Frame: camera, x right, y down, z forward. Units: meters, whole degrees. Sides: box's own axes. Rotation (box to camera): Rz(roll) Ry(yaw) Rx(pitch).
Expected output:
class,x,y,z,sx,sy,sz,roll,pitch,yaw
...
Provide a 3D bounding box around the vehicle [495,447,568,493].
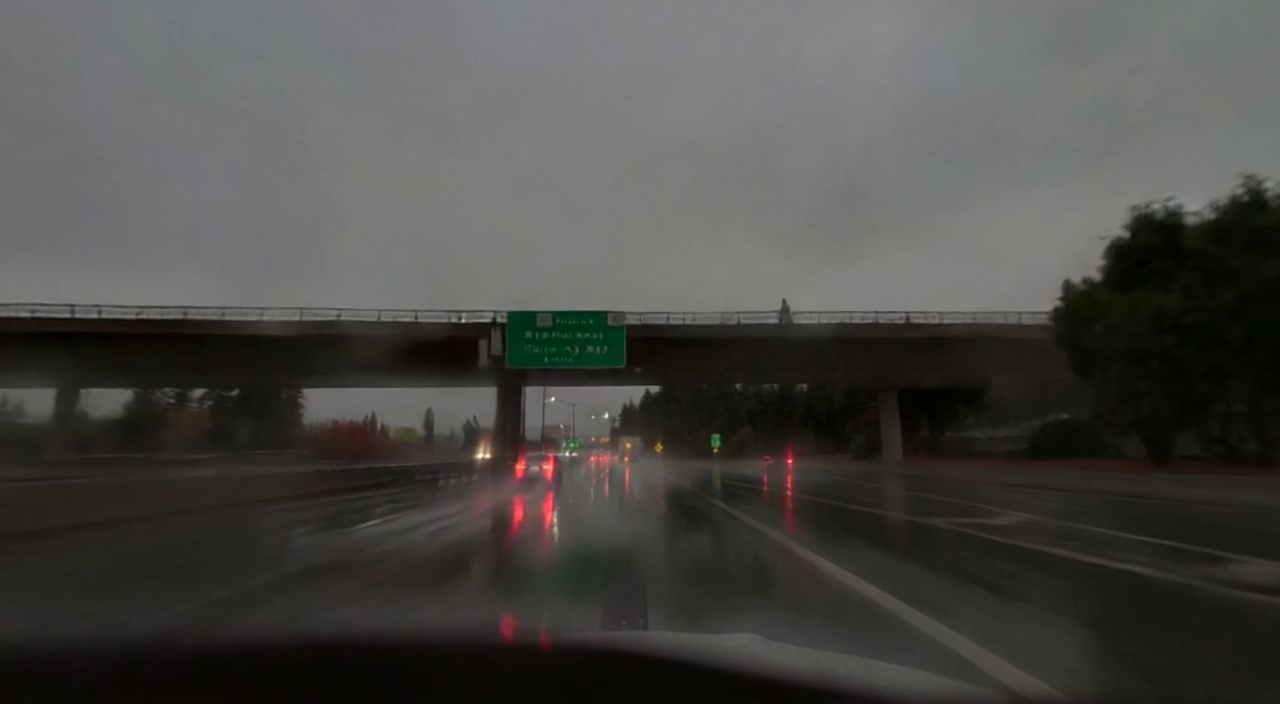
class,x,y,z,sx,sy,sz,roll,pitch,yaw
vehicle,-4.053,4.476,24.212,2.070,1.564,4.145,0,-9,0
